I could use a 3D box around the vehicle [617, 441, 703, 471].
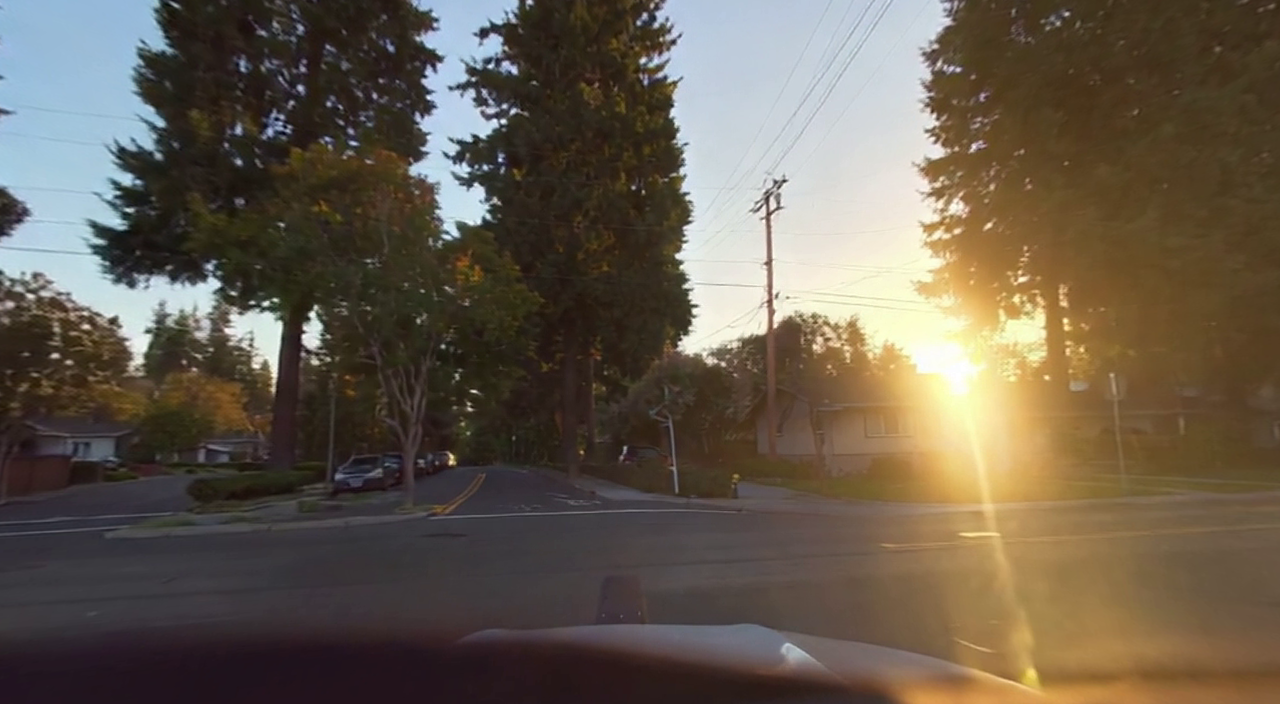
[{"bbox_3d":[1.171,6.174,37.646,4.784,1.647,1.947,2,-9,-14],"label":"vehicle"}]
